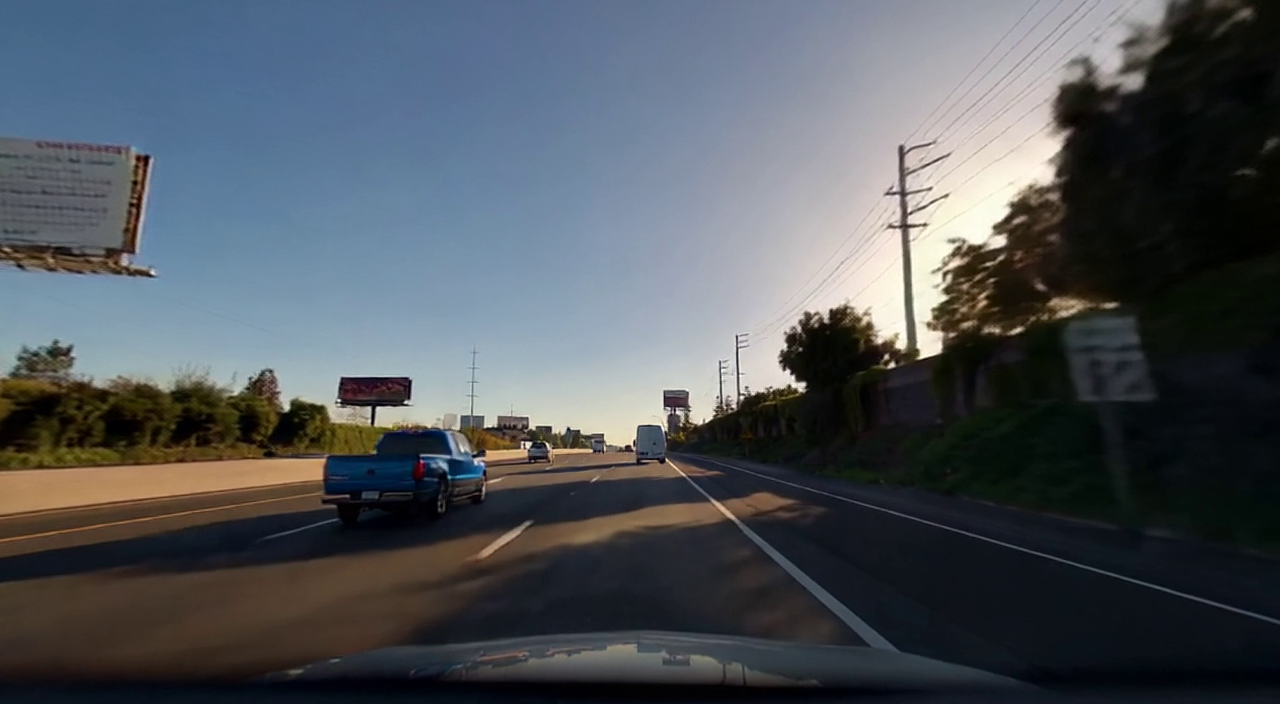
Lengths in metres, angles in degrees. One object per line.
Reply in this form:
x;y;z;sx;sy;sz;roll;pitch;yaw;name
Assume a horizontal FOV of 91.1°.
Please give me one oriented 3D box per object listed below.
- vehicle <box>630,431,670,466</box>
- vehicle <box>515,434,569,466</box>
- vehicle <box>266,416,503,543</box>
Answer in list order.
0.708;6.808;44.608;2.692;2.279;5.695;0;-8;1;vehicle
-6.819;6.922;44.575;2.695;2.084;6.836;0;-8;1;vehicle
-4.061;2.114;11.112;2.145;1.730;4.729;0;-8;1;vehicle
